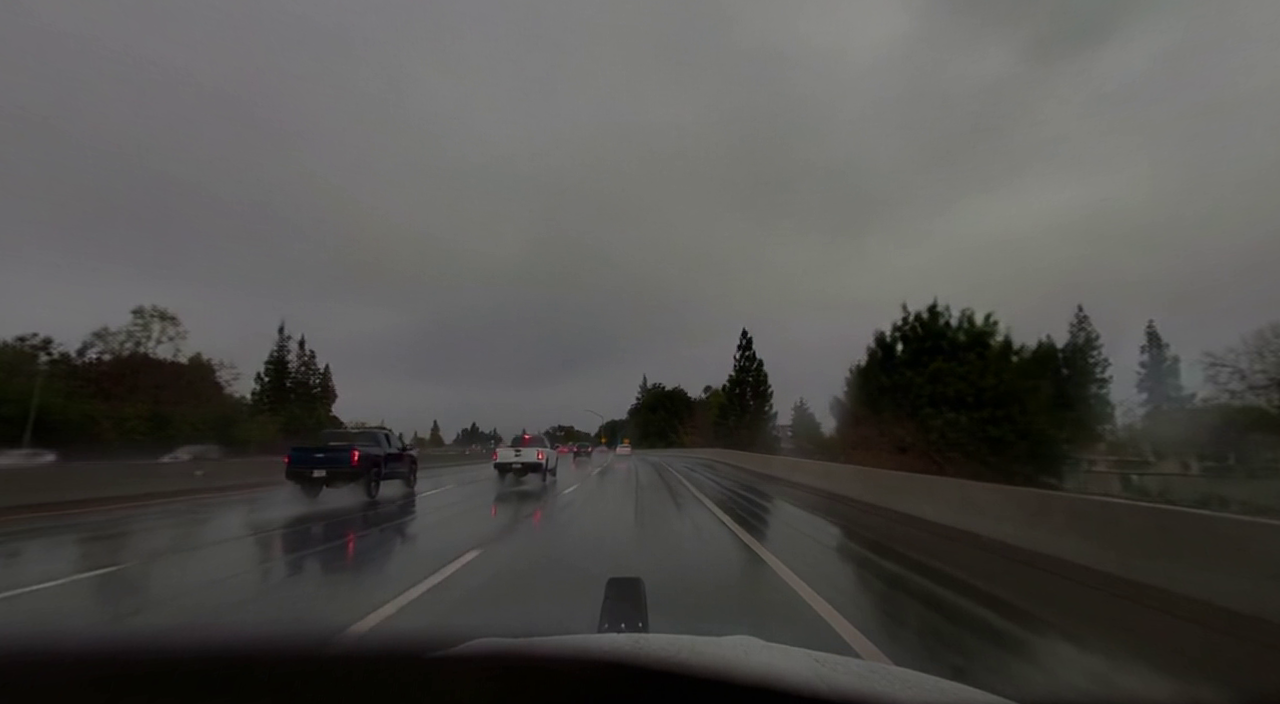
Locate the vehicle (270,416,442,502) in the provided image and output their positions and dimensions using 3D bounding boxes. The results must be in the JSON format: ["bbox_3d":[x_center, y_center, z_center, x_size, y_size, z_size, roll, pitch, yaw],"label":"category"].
[{"bbox_3d":[-7.335,2.832,17.031,2.160,1.949,5.293,0,-8,0],"label":"vehicle"}]

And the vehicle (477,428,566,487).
[{"bbox_3d":[-3.915,3.592,21.725,2.142,1.789,5.009,0,-8,0],"label":"vehicle"}]
